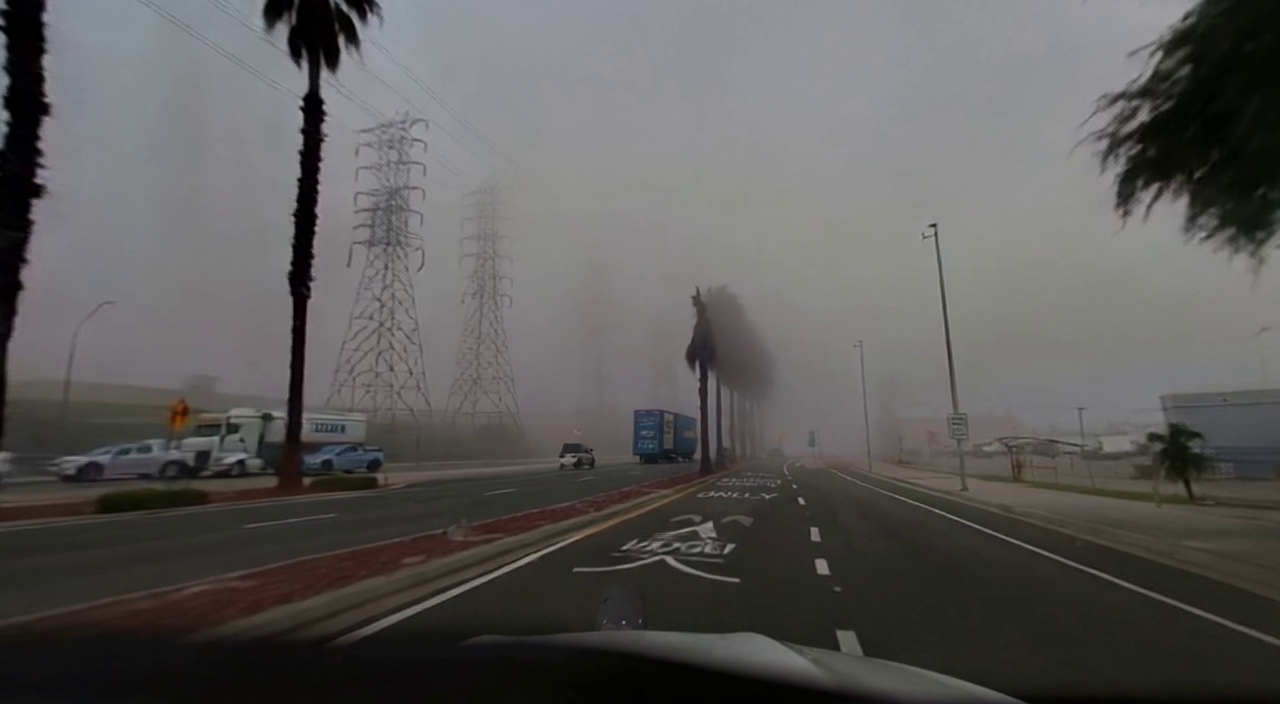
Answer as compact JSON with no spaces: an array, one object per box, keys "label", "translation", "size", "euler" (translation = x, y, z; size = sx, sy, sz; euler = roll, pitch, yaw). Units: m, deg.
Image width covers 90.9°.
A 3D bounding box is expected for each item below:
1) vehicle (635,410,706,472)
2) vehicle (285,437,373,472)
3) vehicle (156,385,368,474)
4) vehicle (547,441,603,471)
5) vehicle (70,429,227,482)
[{"label":"vehicle","translation":[2.498,6.606,46.465],"size":[2.903,3.933,11.567],"euler":[-2,-9,14]},{"label":"vehicle","translation":[-16.099,5.329,32.961],"size":[1.751,1.639,4.434],"euler":[-4,-9,11]},{"label":"vehicle","translation":[-19.455,4.548,34.002],"size":[2.907,3.760,11.193],"euler":[-5,-12,10]},{"label":"vehicle","translation":[-4.511,7.338,44.840],"size":[2.266,1.950,5.866],"euler":[-2,-9,12]},{"label":"vehicle","translation":[-18.269,3.984,23.763],"size":[1.833,1.578,4.412],"euler":[-9,-13,12]}]
